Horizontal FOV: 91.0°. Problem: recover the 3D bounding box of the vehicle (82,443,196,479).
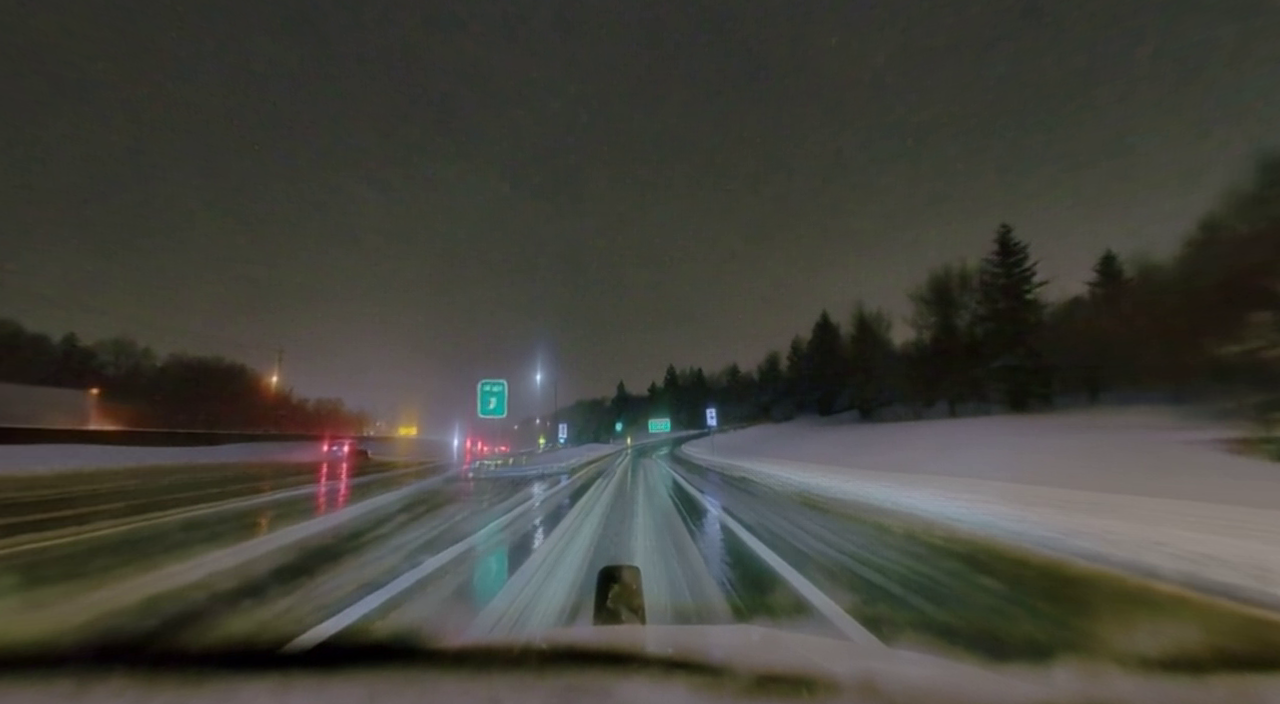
[{"bbox_3d":[-27.406,5.947,34.752,2.220,1.806,5.471,1,-8,-6],"label":"vehicle"}]
